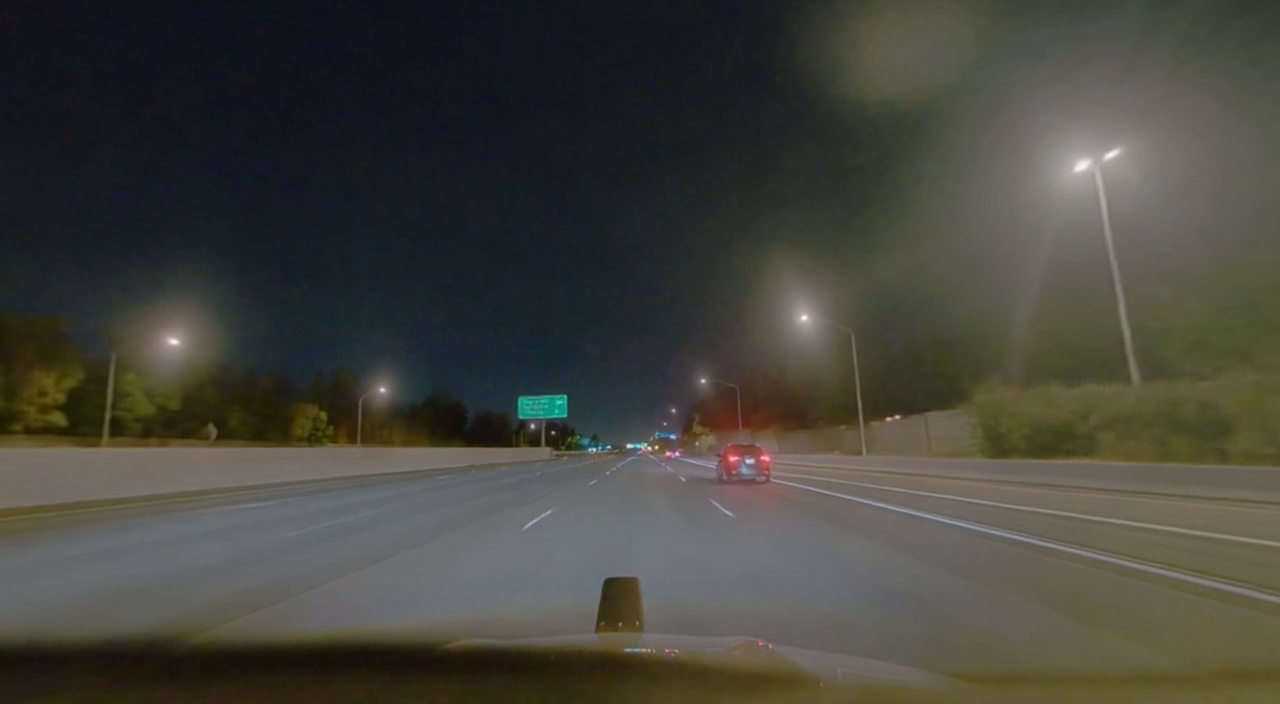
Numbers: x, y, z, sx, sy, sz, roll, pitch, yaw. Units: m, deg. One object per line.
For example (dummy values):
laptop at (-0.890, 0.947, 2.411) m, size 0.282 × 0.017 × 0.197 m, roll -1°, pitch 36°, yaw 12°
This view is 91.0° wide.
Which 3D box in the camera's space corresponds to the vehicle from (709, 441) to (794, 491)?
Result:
vehicle at (3.645, 3.830, 21.456) m, size 2.033 × 1.501 × 4.398 m, roll 0°, pitch -9°, yaw -1°
